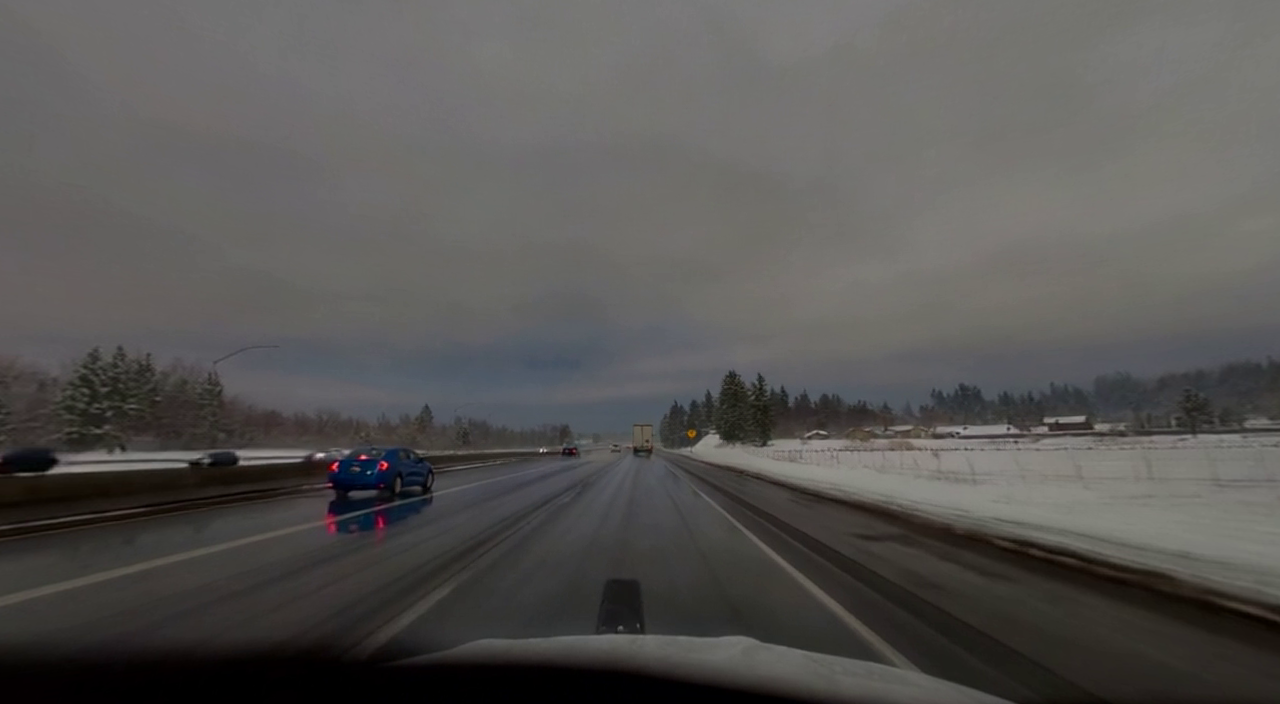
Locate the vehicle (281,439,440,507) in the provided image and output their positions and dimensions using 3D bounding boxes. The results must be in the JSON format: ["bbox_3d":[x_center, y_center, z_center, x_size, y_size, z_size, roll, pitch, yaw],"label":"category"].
[{"bbox_3d":[-7.140,3.126,16.777,2.096,1.541,4.610,0,-8,0],"label":"vehicle"}]
